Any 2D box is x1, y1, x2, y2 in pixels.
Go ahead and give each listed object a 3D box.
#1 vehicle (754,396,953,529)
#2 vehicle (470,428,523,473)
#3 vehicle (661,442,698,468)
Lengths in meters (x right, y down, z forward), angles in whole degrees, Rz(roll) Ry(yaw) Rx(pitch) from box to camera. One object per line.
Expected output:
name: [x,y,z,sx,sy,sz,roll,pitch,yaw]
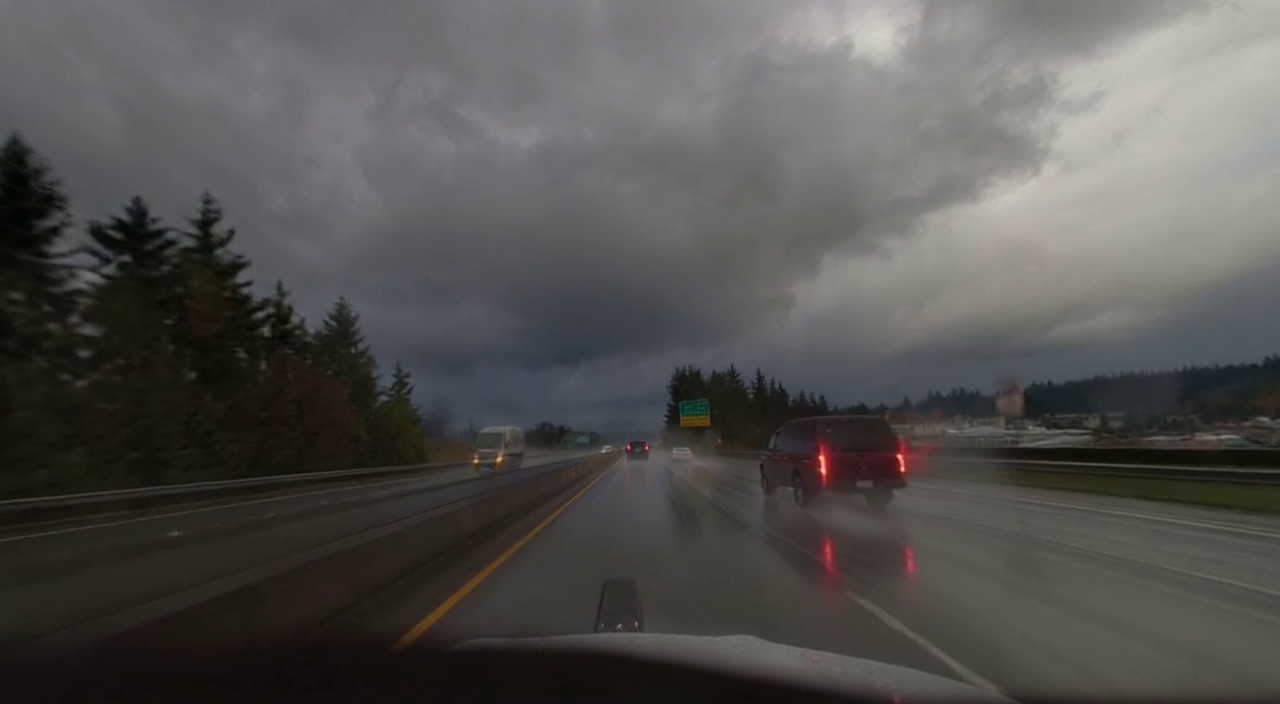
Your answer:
vehicle: [3.657,2.025,11.884,1.981,1.984,4.623,0,-9,-2]
vehicle: [-11.176,7.755,49.592,2.562,3.204,6.384,0,-9,0]
vehicle: [2.706,7.176,43.948,2.123,1.620,4.959,0,-9,-1]
